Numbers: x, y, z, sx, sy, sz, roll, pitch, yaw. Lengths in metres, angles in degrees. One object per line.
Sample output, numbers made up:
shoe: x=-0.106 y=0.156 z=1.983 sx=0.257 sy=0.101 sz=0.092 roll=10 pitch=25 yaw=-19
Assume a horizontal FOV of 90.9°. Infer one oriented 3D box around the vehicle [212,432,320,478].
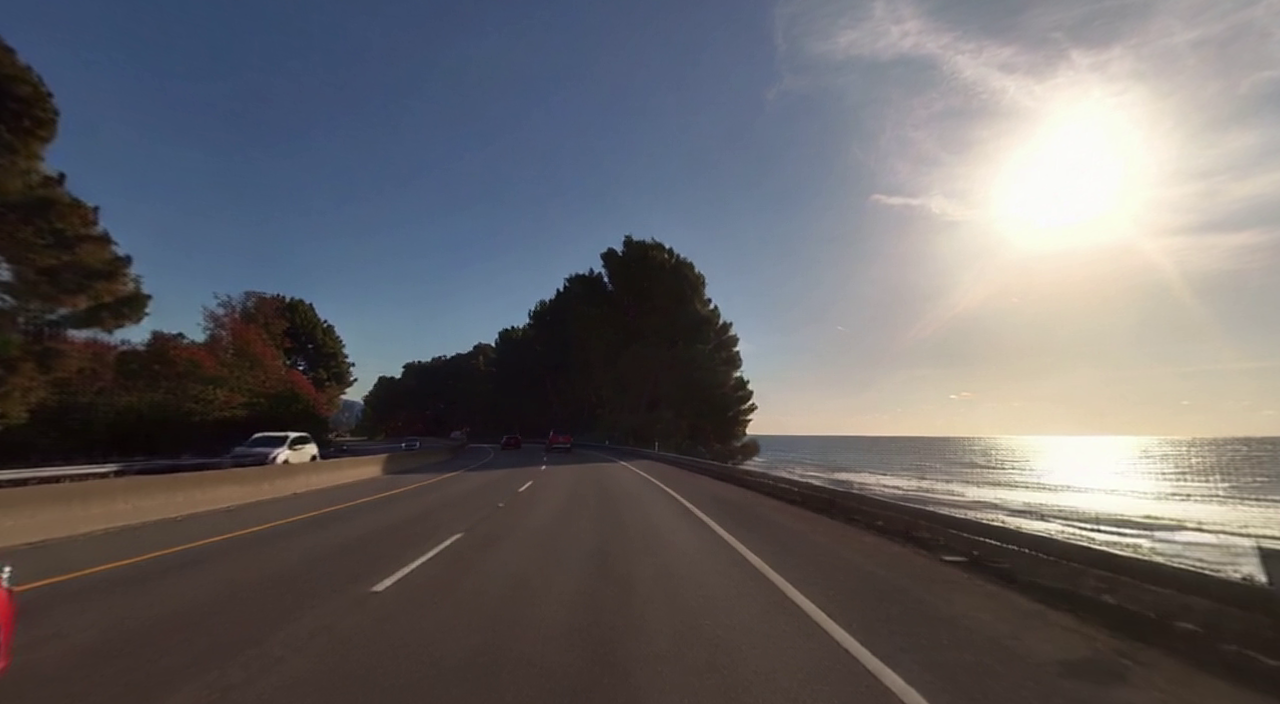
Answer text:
vehicle: x=-15.912 y=4.394 z=27.159 sx=2.276 sy=1.759 sz=4.462 roll=1 pitch=-8 yaw=-7
